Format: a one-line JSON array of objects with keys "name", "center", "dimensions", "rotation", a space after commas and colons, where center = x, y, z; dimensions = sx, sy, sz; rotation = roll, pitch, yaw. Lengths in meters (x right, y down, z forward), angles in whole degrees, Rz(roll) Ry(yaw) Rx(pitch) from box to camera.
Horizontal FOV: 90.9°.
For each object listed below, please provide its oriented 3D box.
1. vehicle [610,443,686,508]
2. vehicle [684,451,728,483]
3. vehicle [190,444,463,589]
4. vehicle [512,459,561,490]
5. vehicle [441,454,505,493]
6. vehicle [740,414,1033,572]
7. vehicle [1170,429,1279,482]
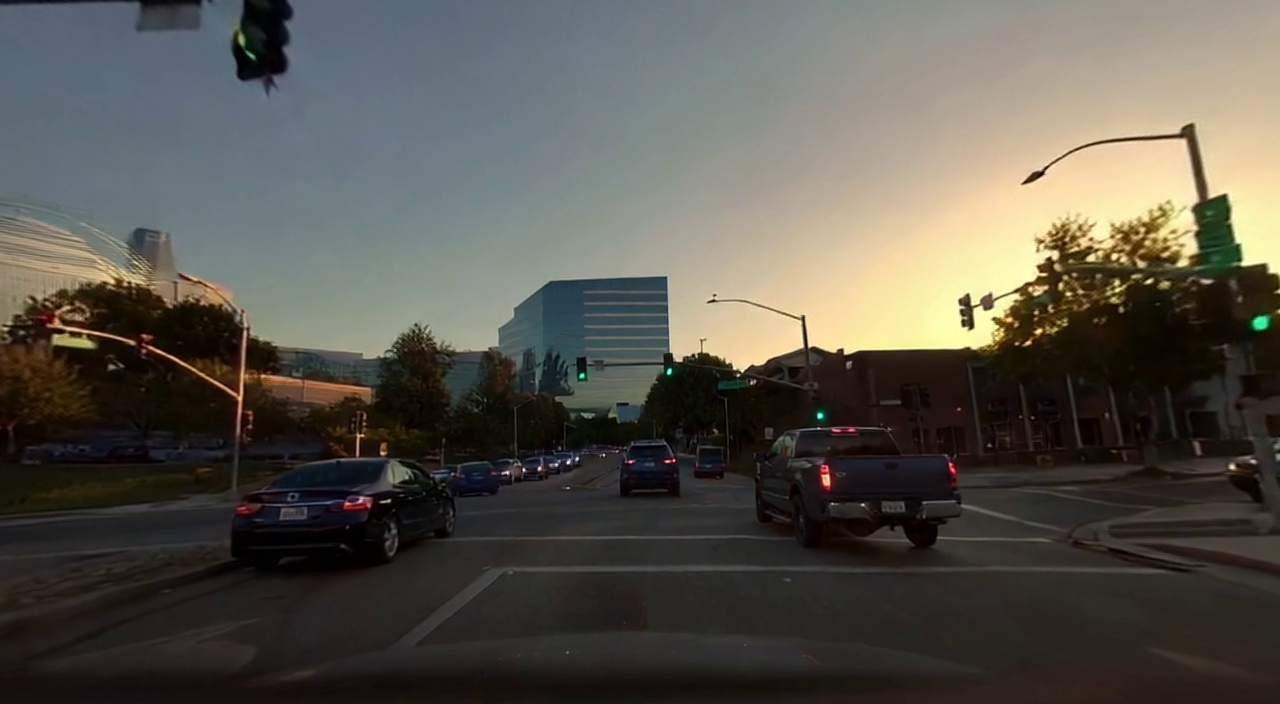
[{"name": "vehicle", "center": [0.262, 3.722, 19.544], "dimensions": [2.113, 1.768, 3.901], "rotation": [0, -8, 1]}, {"name": "vehicle", "center": [4.321, 7.585, 42.091], "dimensions": [2.408, 1.908, 5.355], "rotation": [0, -8, 0]}, {"name": "vehicle", "center": [-3.935, 2.067, 9.028], "dimensions": [1.909, 1.476, 4.751], "rotation": [1, -8, -6]}, {"name": "vehicle", "center": [-5.526, 6.596, 34.074], "dimensions": [1.882, 1.342, 3.755], "rotation": [-4, -9, 1]}, {"name": "vehicle", "center": [-8.920, 6.502, 34.104], "dimensions": [2.069, 1.717, 4.658], "rotation": [-4, -9, 1]}, {"name": "vehicle", "center": [3.404, 2.111, 10.515], "dimensions": [2.571, 1.857, 5.841], "rotation": [0, -8, 0]}, {"name": "vehicle", "center": [25.048, 4.095, 25.259], "dimensions": [5.370, 1.974, 2.299], "rotation": [-1, -9, 3]}]
